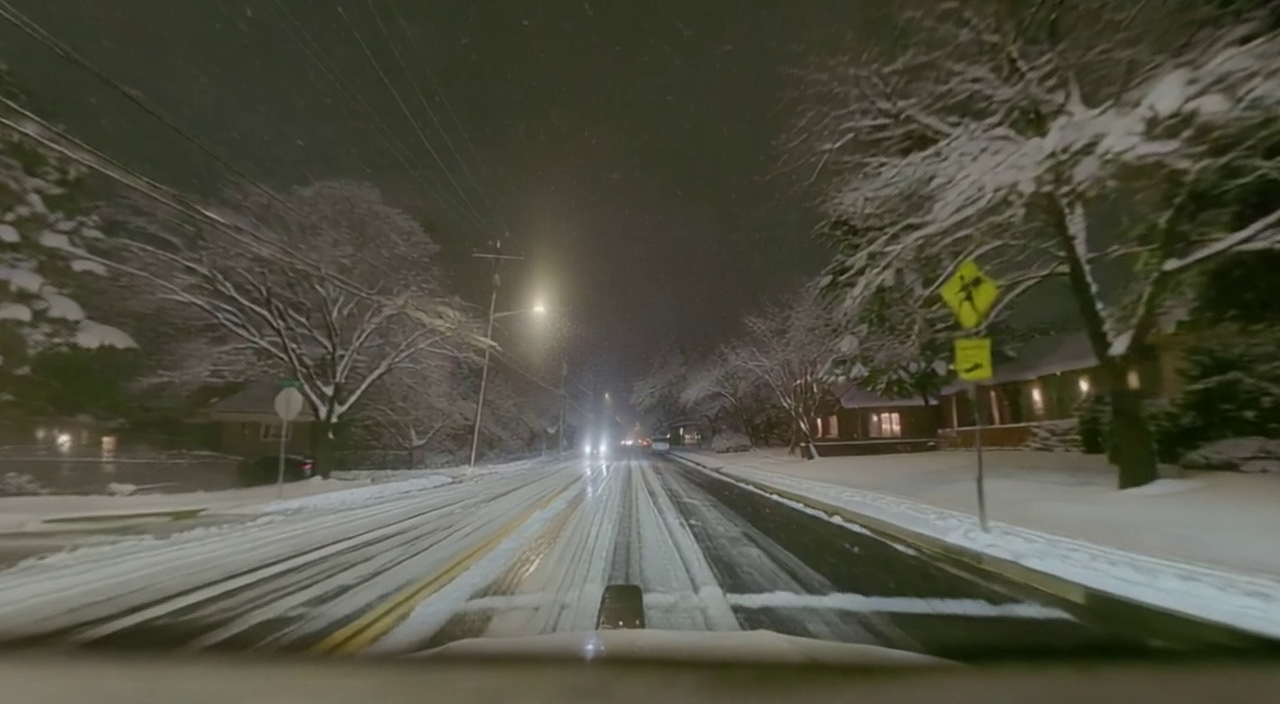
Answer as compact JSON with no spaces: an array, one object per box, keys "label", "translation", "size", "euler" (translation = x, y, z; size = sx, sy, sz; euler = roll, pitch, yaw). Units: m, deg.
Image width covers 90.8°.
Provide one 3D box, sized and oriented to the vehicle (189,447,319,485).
[{"label":"vehicle","translation":[-18.628,5.525,30.693],"size":[4.874,1.675,2.197],"euler":[-1,-9,-1]}]
